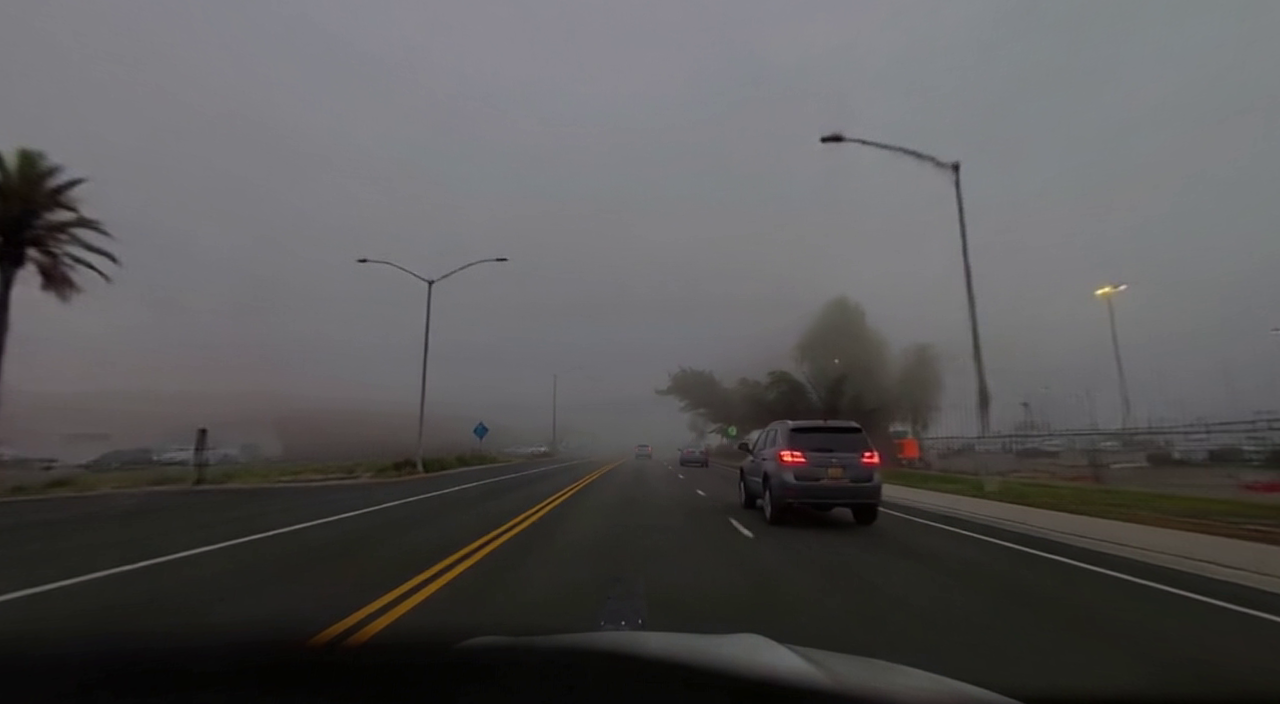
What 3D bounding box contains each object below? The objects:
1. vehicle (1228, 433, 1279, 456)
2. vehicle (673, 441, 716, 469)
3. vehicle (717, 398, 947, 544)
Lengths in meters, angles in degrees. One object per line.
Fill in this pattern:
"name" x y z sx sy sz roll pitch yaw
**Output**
"vehicle" 46.636 6.981 47.293 4.300 1.684 1.992 5 -10 -29
"vehicle" 3.201 6.162 37.713 2.148 1.562 4.642 0 -8 0
"vehicle" 2.965 2.029 11.441 2.386 1.970 5.665 0 -8 0
